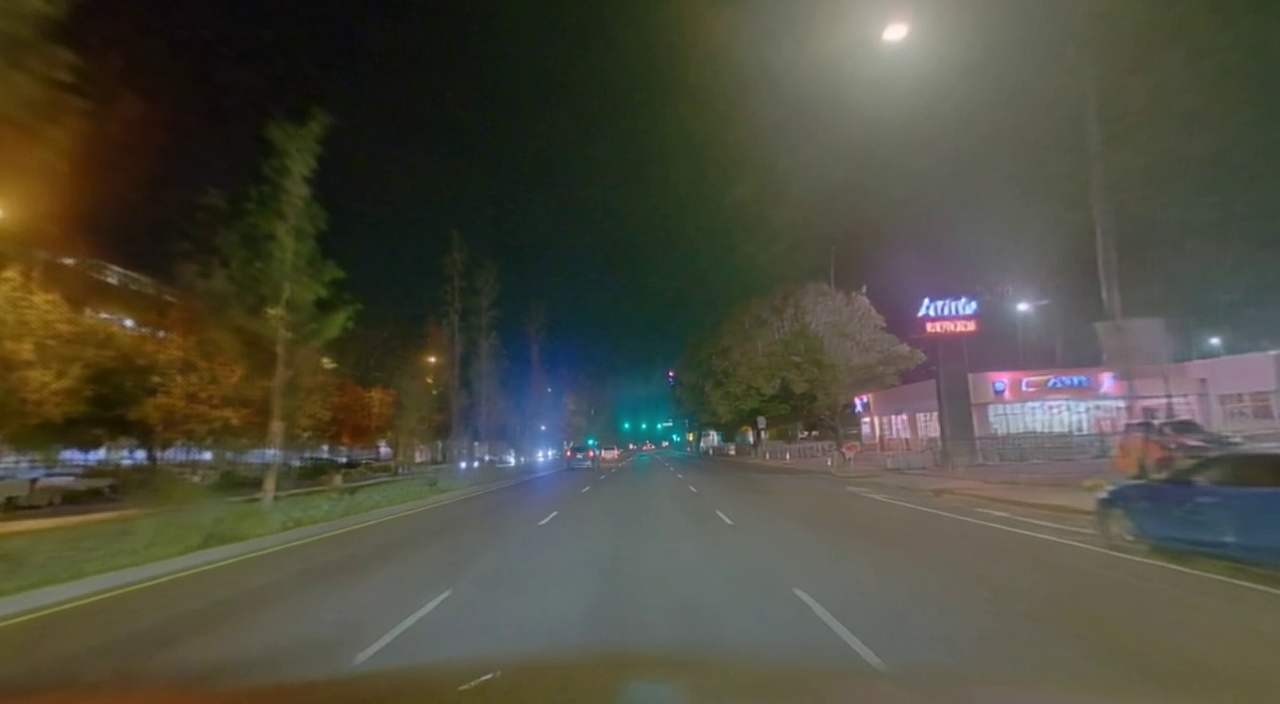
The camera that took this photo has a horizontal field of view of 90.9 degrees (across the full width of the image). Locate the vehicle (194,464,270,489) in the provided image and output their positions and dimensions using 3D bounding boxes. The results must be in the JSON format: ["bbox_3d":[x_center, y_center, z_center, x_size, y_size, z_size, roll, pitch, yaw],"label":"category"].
[{"bbox_3d":[-29.992,9.142,46.396,4.492,1.450,1.833,3,-11,-42],"label":"vehicle"}]

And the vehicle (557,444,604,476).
[{"bbox_3d":[-2.879,5.314,31.328,1.926,1.442,4.231,0,-8,0],"label":"vehicle"}]

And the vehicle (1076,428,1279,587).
[{"bbox_3d":[6.963,1.510,6.294,1.953,1.479,4.524,0,-8,0],"label":"vehicle"}]

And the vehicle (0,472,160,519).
[{"bbox_3d":[-22.094,5.620,25.168,1.955,1.447,4.911,0,-8,0],"label":"vehicle"}]
